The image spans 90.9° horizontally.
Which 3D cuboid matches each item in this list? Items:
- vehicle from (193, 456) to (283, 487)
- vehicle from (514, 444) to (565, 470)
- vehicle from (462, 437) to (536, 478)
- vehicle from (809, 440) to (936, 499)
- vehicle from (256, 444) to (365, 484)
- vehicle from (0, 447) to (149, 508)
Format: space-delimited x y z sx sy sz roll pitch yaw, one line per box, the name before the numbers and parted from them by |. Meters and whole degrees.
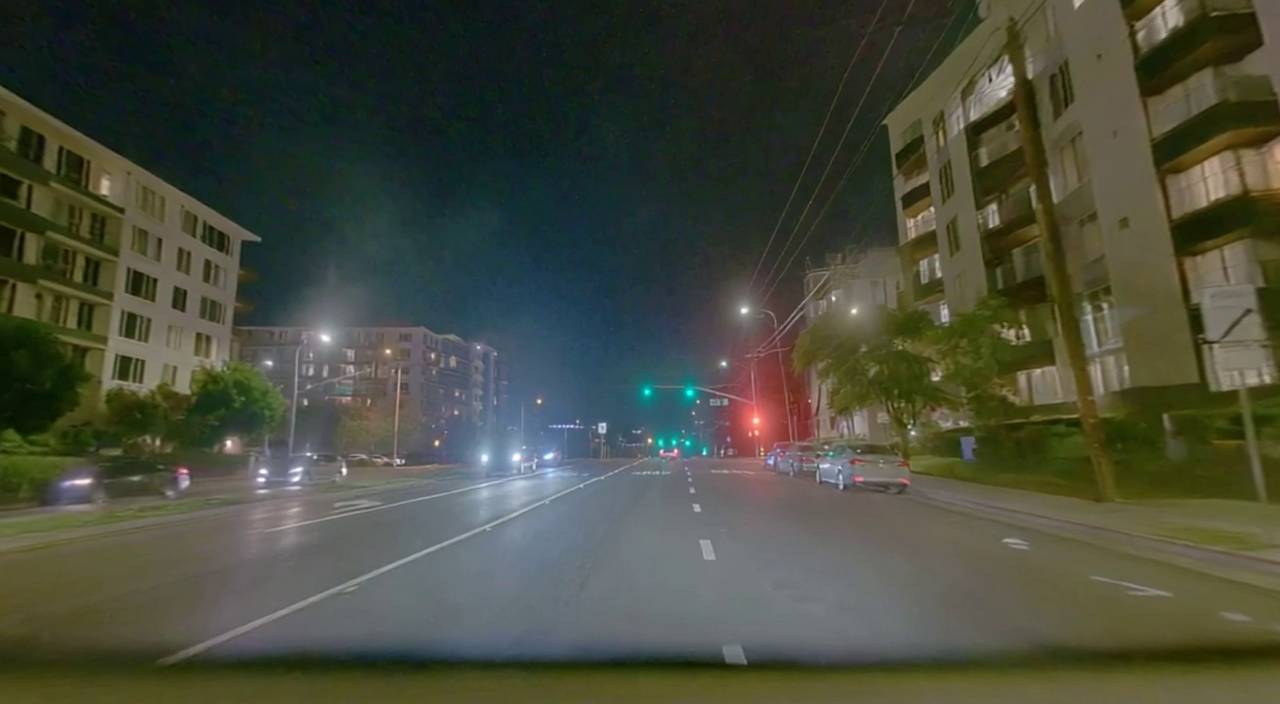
vehicle | -22.170 6.591 35.012 1.846 1.489 4.409 -1 -8 4
vehicle | -5.865 6.158 37.281 1.953 1.471 4.744 -1 -8 4
vehicle | -6.612 5.002 30.186 2.074 1.794 4.832 -1 -8 5
vehicle | 6.521 3.316 18.339 2.121 1.459 4.591 0 -8 2
vehicle | -15.417 5.224 29.890 2.284 1.738 4.773 -1 -8 4
vehicle | -19.338 4.104 21.185 1.879 1.751 4.454 -1 -8 4
